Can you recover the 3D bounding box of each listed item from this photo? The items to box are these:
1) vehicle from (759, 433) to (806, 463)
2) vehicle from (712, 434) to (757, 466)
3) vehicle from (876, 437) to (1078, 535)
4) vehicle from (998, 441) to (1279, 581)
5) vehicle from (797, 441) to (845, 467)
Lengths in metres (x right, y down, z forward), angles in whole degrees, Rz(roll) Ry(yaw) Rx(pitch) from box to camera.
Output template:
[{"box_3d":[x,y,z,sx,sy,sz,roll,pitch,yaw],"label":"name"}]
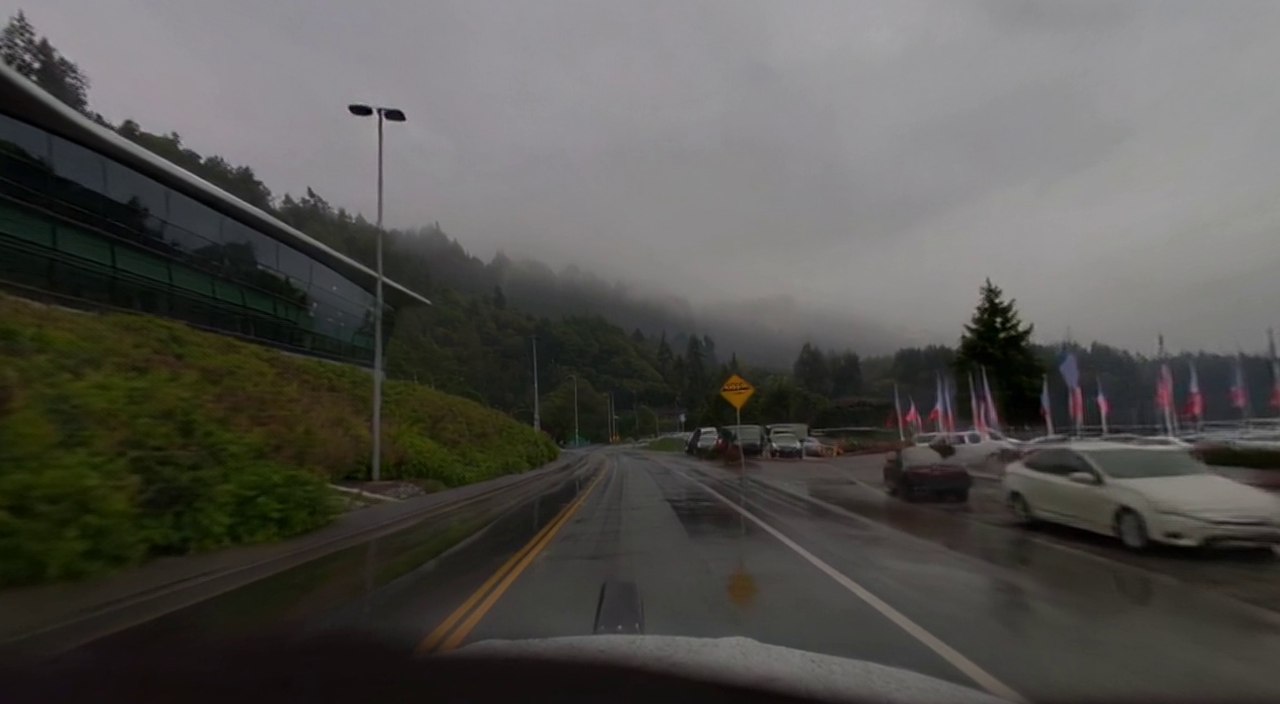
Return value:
[{"box_3d":[8.551,5.829,38.111,1.924,1.713,4.627,-1,-9,2],"label":"vehicle"},{"box_3d":[5.754,6.051,38.956,1.977,1.860,4.237,0,-9,-2],"label":"vehicle"},{"box_3d":[7.023,2.760,13.747,1.961,1.648,4.260,-1,-7,-1],"label":"vehicle"},{"box_3d":[7.313,2.042,8.931,1.909,1.496,4.079,0,-9,-2],"label":"vehicle"},{"box_3d":[11.050,6.264,38.539,1.819,1.494,3.834,0,-9,1],"label":"vehicle"}]
